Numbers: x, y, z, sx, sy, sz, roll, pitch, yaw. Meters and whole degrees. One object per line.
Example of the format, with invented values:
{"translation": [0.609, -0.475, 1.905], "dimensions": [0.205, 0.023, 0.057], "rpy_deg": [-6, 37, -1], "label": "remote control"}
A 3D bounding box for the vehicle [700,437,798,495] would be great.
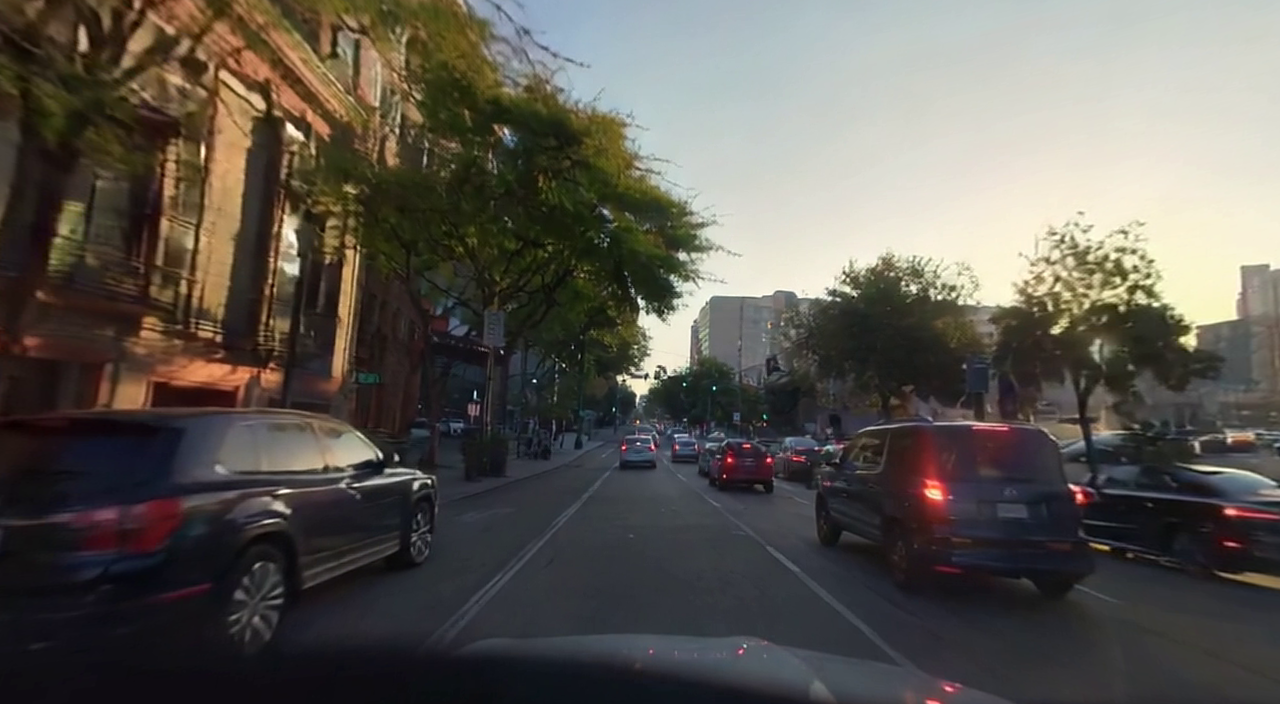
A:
{"translation": [3.004, 3.244, 18.315], "dimensions": [1.966, 1.475, 4.528], "rpy_deg": [0, -8, -1], "label": "vehicle"}

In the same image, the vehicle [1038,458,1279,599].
{"translation": [8.769, 2.616, 10.167], "dimensions": [1.893, 1.663, 4.257], "rpy_deg": [0, -8, 1], "label": "vehicle"}

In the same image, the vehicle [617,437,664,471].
{"translation": [0.047, 4.630, 28.695], "dimensions": [2.007, 1.460, 3.923], "rpy_deg": [0, -8, 1], "label": "vehicle"}

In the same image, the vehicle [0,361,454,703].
{"translation": [-3.307, 1.227, 5.191], "dimensions": [2.128, 1.725, 4.471], "rpy_deg": [0, -8, 0], "label": "vehicle"}

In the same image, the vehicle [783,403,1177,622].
{"translation": [3.204, 1.594, 7.288], "dimensions": [2.002, 1.707, 4.547], "rpy_deg": [0, -8, 0], "label": "vehicle"}
